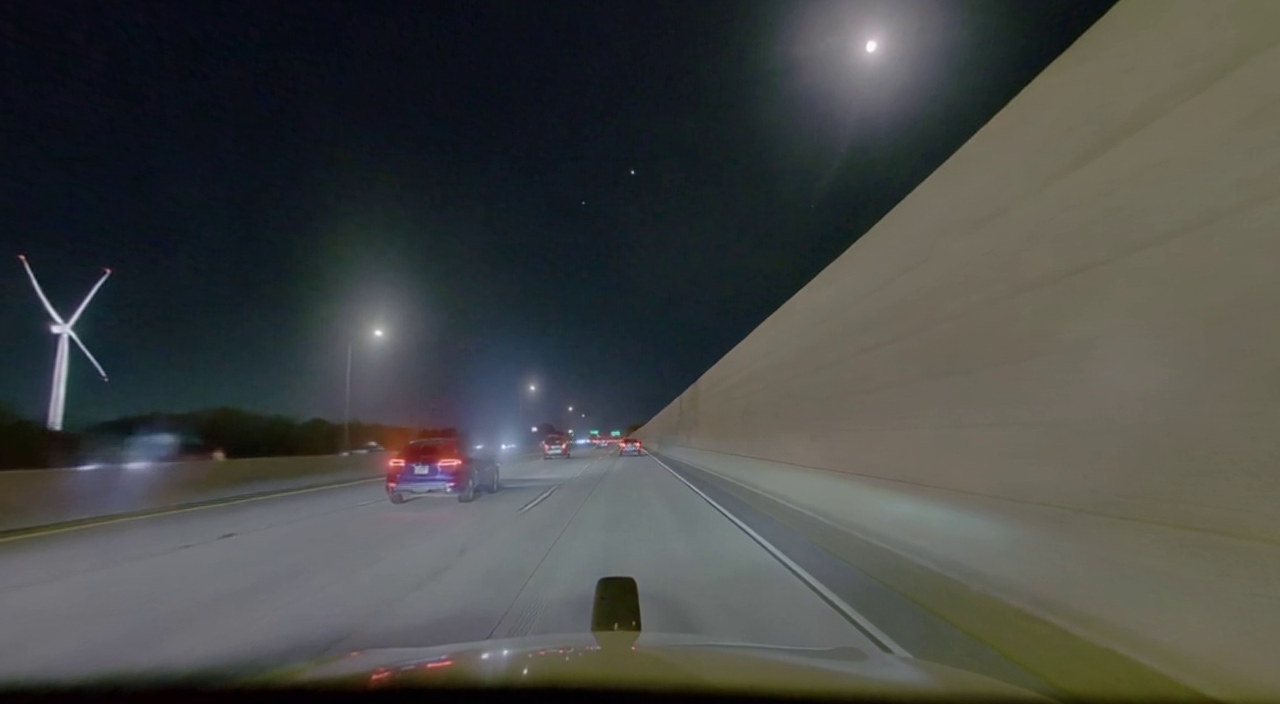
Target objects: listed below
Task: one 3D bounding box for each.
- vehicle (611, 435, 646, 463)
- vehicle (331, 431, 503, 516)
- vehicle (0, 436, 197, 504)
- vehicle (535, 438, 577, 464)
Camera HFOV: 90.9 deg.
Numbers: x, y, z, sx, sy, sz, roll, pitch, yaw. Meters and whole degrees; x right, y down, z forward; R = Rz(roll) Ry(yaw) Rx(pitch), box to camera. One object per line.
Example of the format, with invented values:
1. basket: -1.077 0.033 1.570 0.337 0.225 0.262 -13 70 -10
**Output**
1. vehicle: -0.683 5.789 37.751 2.027 1.550 3.607 0 -8 -1
2. vehicle: -4.423 2.456 13.433 1.998 1.468 4.635 0 -8 0
3. vehicle: -14.969 3.124 17.340 2.009 1.578 4.910 0 -8 -1
4. vehicle: -4.940 5.857 37.524 2.059 1.436 3.802 0 -8 -1
